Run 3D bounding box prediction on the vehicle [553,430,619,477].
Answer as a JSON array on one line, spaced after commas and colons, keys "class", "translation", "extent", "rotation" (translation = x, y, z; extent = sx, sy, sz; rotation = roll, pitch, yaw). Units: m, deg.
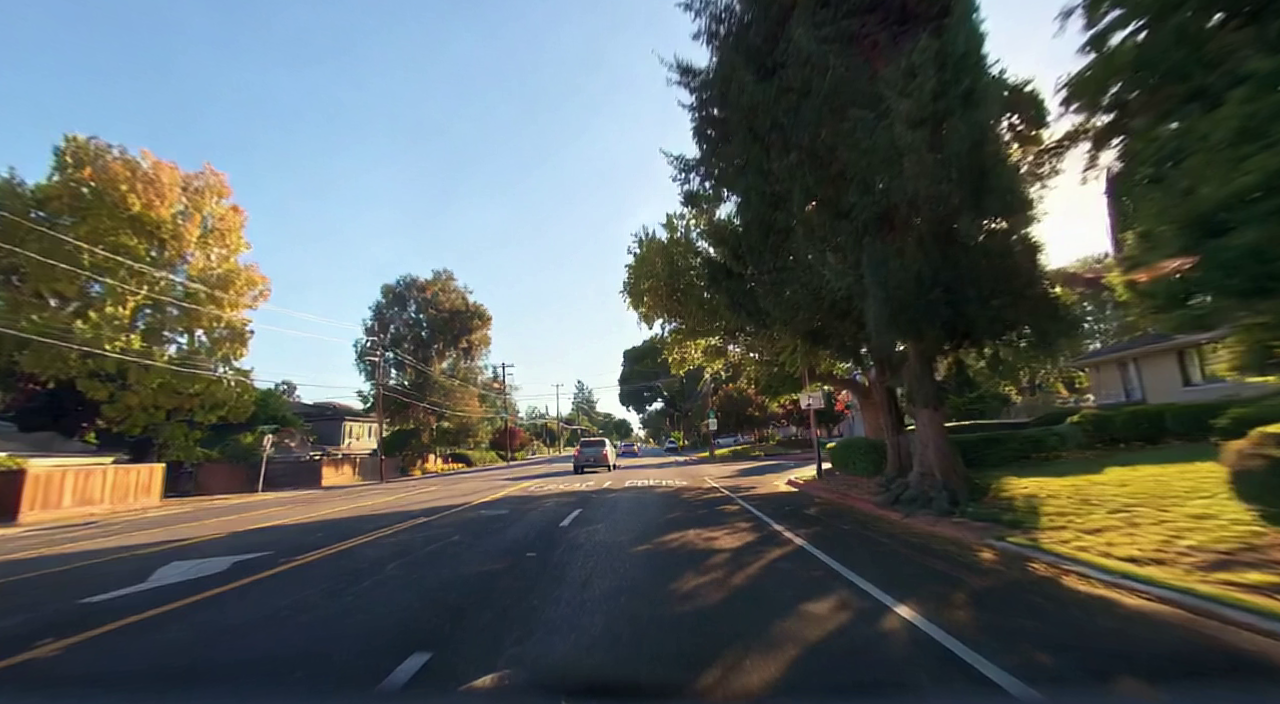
[{"class": "vehicle", "translation": [-2.236, 4.438, 27.679], "extent": [2.327, 1.861, 4.941], "rotation": [-1, -9, 2]}]
